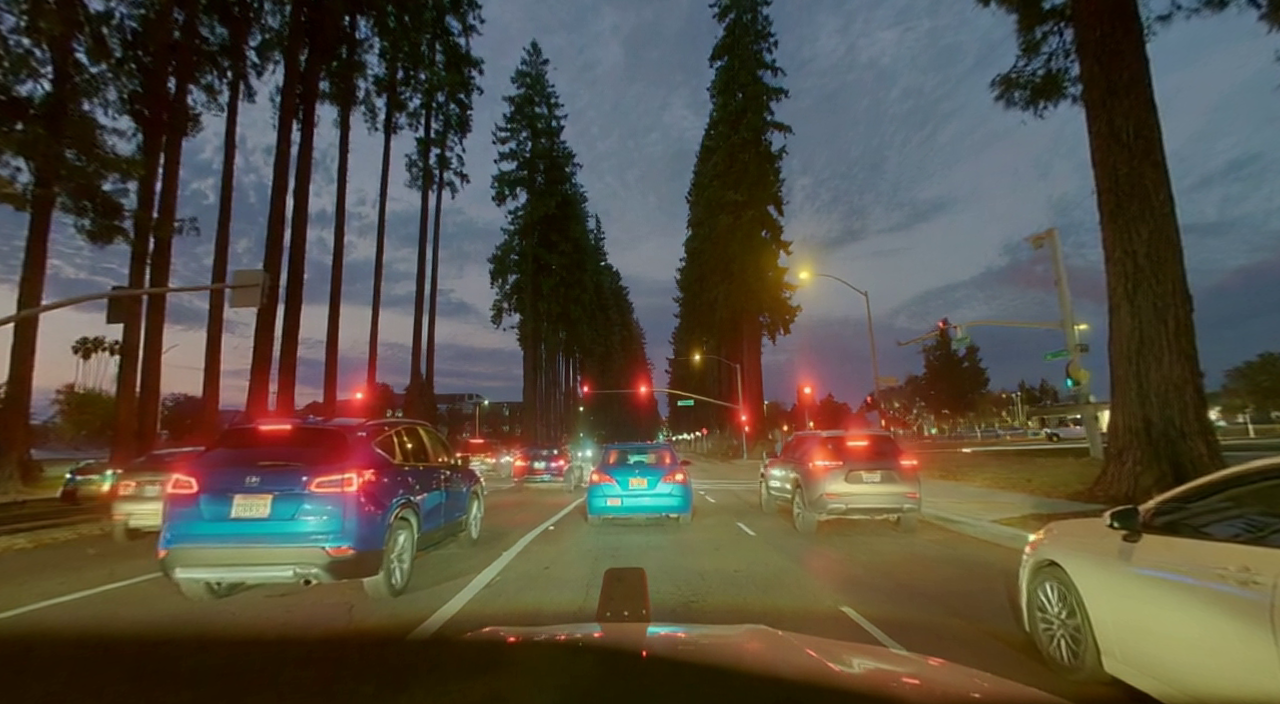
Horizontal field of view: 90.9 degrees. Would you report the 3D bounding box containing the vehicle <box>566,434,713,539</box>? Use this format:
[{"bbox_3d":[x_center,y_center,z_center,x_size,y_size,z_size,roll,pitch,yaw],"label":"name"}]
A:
[{"bbox_3d":[-0.008,2.272,11.265,2.147,1.507,3.953,0,-8,0],"label":"vehicle"}]

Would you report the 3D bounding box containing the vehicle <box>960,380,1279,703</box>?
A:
[{"bbox_3d":[3.302,0.941,2.597,1.899,1.588,3.888,0,-9,0],"label":"vehicle"}]

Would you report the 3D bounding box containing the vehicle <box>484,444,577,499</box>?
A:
[{"bbox_3d":[-3.097,3.459,18.729,1.975,1.420,4.196,0,-8,1],"label":"vehicle"}]

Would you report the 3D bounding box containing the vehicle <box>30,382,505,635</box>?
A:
[{"bbox_3d":[-3.107,1.435,6.779,2.168,1.750,4.625,-1,-8,2],"label":"vehicle"}]

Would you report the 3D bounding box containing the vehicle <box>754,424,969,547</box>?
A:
[{"bbox_3d":[3.426,2.156,10.847,2.040,1.647,4.379,0,-8,-1],"label":"vehicle"}]

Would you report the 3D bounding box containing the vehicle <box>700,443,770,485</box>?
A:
[{"bbox_3d":[3.715,4.452,25.298,2.137,1.515,3.841,0,-8,-1],"label":"vehicle"}]
